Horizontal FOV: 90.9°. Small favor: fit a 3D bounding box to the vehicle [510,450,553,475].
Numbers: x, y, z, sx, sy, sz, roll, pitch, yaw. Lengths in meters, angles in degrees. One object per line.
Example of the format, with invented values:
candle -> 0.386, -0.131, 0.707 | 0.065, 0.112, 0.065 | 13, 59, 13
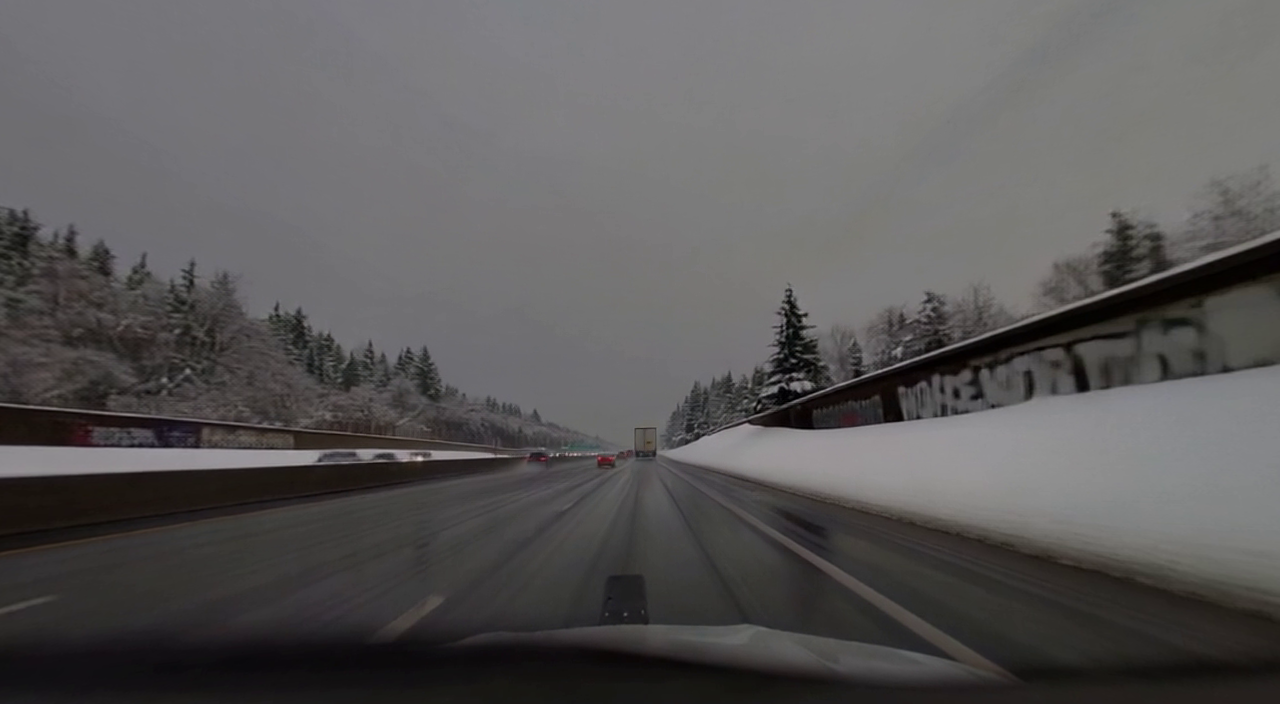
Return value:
vehicle -> -6.627, 6.767, 38.672 | 2.027, 1.431, 3.033 | 0, -9, 1
